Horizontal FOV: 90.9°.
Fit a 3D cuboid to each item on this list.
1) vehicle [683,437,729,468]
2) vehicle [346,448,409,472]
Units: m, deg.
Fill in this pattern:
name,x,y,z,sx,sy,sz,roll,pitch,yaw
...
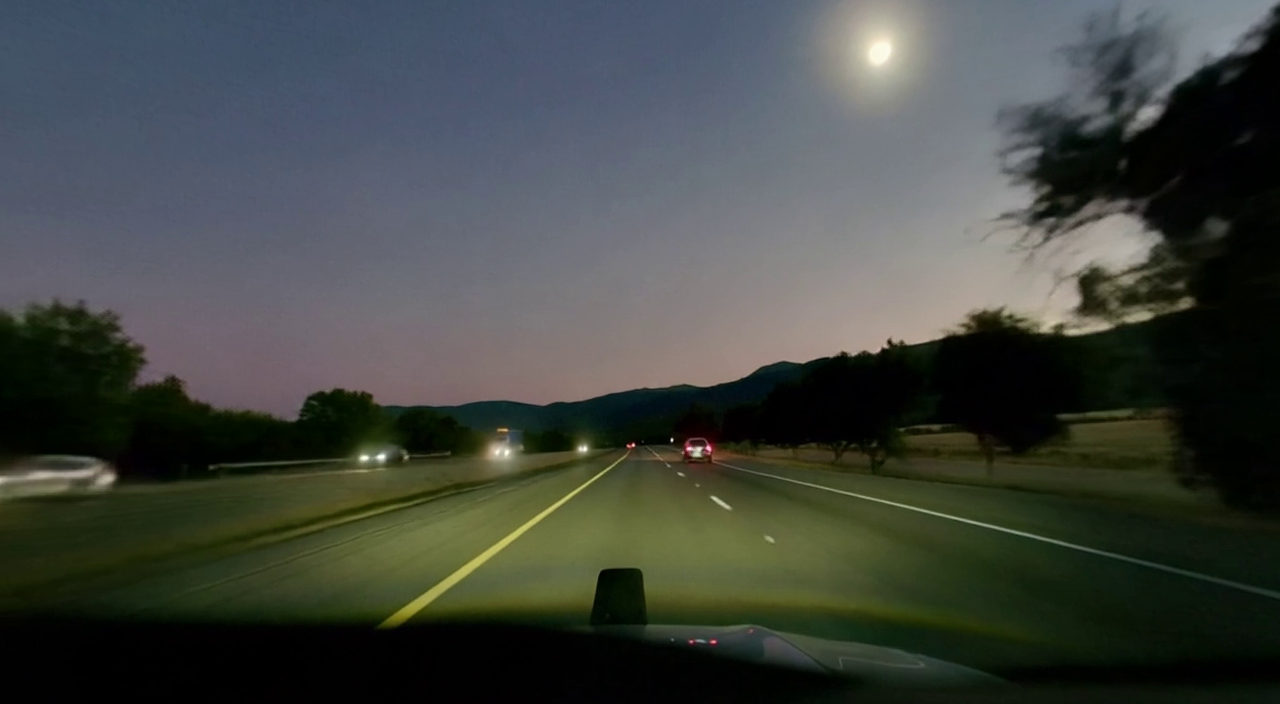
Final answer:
name,x,y,z,sx,sy,sz,roll,pitch,yaw
vehicle,3.720,5.771,36.228,2.157,1.640,4.056,-1,-9,0
vehicle,-17.394,7.168,42.071,2.239,1.462,4.480,-1,-9,0
